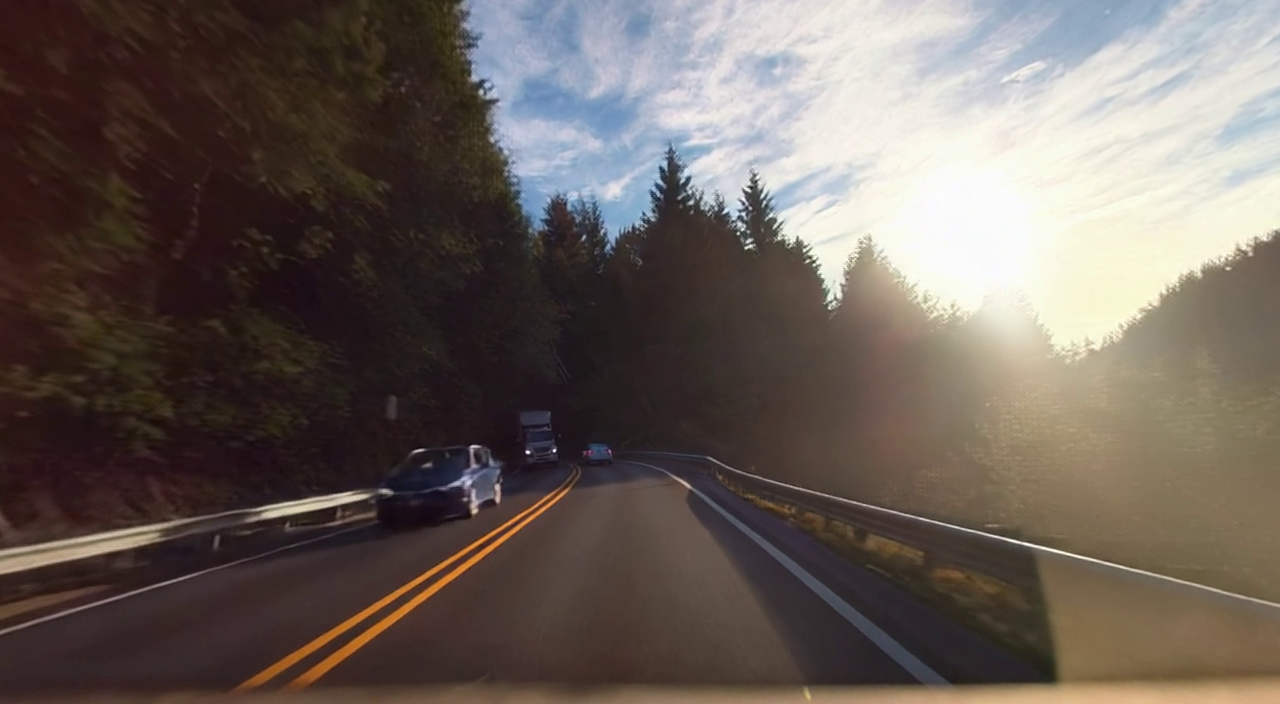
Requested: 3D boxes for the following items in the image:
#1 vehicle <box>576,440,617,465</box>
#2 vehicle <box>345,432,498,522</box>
[{"bbox_3d":[-2.908,6.560,41.349,2.120,1.491,4.349,1,-8,-11],"label":"vehicle"},{"bbox_3d":[-5.138,2.976,15.701,2.319,1.864,4.569,0,-8,-2],"label":"vehicle"}]
